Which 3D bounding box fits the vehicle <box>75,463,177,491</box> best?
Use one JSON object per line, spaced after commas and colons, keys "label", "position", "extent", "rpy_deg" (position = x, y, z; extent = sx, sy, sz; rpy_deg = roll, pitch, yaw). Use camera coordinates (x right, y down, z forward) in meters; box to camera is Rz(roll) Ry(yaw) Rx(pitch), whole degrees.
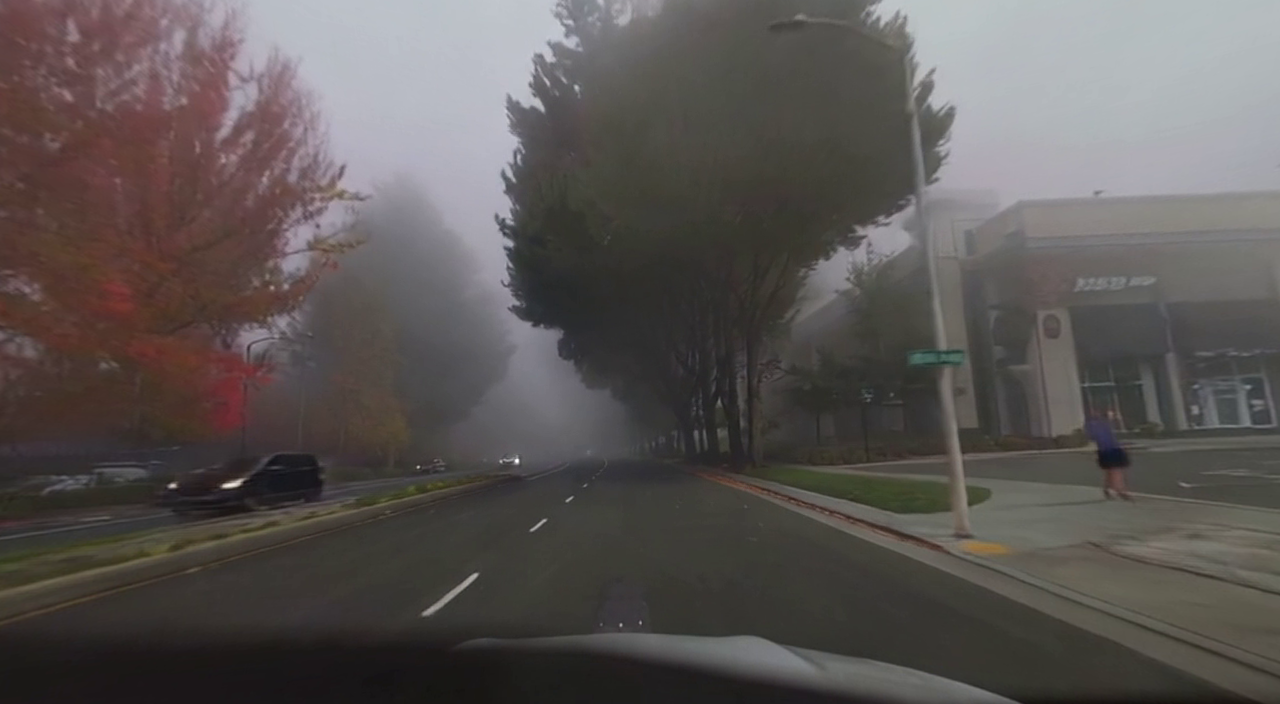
{"label": "vehicle", "position": [-29.136, 7.084, 35.678], "extent": [3.990, 1.514, 1.892], "rpy_deg": [0, -9, -2]}

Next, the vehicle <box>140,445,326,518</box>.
{"label": "vehicle", "position": [-11.103, 3.514, 17.672], "extent": [2.075, 1.765, 4.684], "rpy_deg": [0, -9, 0]}
